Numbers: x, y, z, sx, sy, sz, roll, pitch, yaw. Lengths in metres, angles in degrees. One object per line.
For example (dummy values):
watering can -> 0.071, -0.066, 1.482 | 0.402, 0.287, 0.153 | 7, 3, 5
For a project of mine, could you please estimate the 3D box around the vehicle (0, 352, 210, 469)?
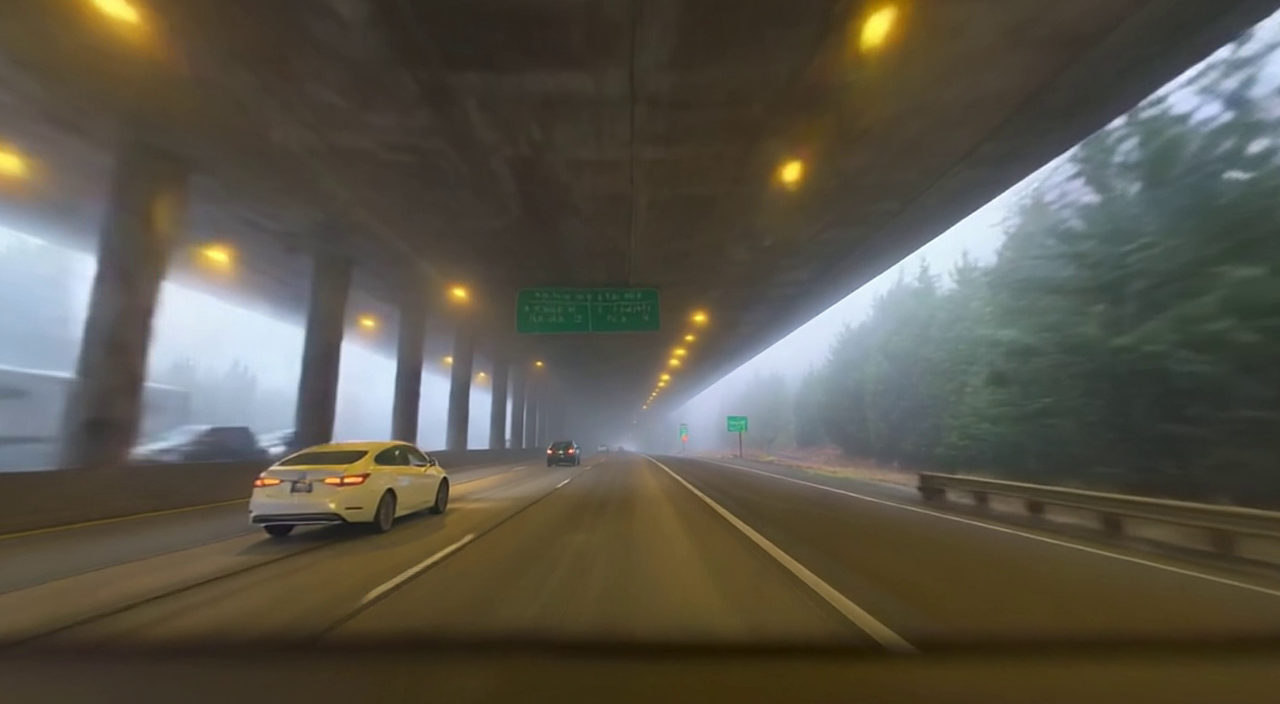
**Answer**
vehicle -> -23.944, 2.595, 25.749 | 2.981, 4.065, 13.881 | 0, -8, 0

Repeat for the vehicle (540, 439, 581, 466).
vehicle -> -4.667, 5.970, 37.457 | 1.973, 1.474, 4.199 | 0, -8, -1

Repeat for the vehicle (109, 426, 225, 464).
vehicle -> -20.048, 3.969, 26.925 | 1.879, 1.499, 4.014 | 0, -8, -2

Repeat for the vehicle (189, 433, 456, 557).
vehicle -> -4.351, 1.981, 9.553 | 1.885, 1.424, 4.230 | 0, -8, 0
